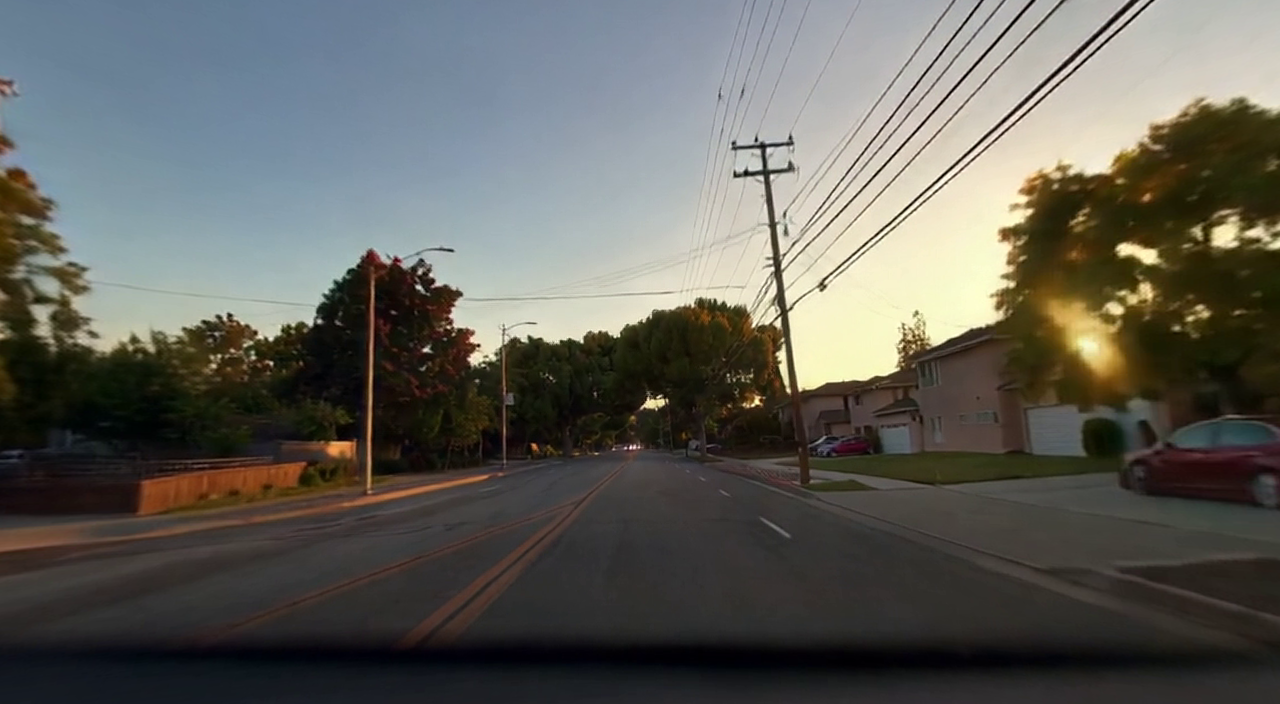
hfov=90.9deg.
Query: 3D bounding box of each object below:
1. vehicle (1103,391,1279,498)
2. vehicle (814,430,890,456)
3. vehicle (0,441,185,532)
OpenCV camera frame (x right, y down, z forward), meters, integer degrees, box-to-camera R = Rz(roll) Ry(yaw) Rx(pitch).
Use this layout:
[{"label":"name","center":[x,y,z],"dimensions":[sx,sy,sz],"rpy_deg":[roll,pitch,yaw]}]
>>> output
[{"label":"vehicle","center":[11.405,1.623,11.577],"dimensions":[1.965,1.680,5.338],"rpy_deg":[-8,-10,4]},{"label":"vehicle","center":[14.720,6.340,43.897],"dimensions":[4.512,1.701,2.017],"rpy_deg":[0,-9,-1]},{"label":"vehicle","center":[-14.202,3.064,15.087],"dimensions":[5.038,1.774,2.764],"rpy_deg":[-2,-7,17]}]
